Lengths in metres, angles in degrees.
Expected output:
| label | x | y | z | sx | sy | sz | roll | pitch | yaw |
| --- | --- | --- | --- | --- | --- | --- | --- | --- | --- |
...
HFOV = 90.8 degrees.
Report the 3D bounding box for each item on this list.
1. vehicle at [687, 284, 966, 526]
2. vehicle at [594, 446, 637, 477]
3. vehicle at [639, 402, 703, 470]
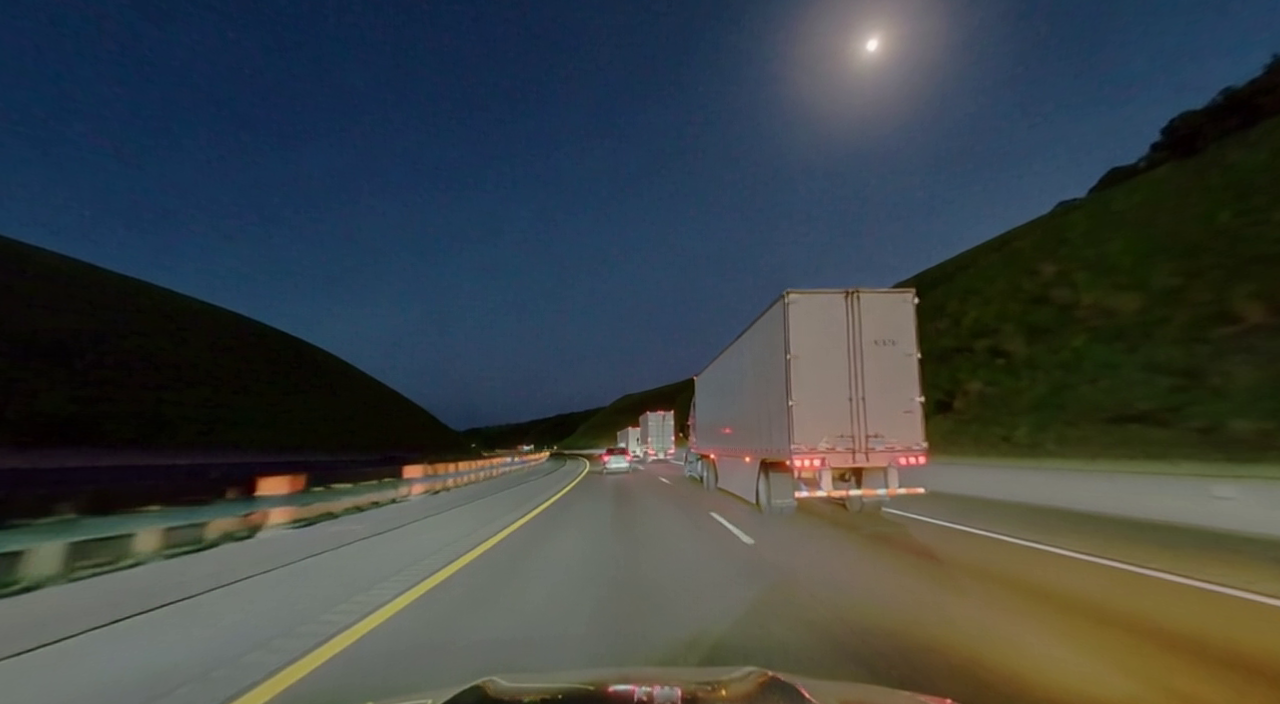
| label | x | y | z | sx | sy | sz | roll | pitch | yaw |
| --- | --- | --- | --- | --- | --- | --- | --- | --- | --- |
| vehicle | 3.656 | 1.972 | 17.951 | 2.911 | 4.099 | 14.578 | 0 | -9 | -2 |
| vehicle | -1.272 | 5.460 | 31.599 | 2.029 | 1.437 | 3.794 | 0 | -9 | -3 |
| vehicle | 1.832 | 6.159 | 44.939 | 2.826 | 4.050 | 13.845 | 1 | -9 | -4 |
